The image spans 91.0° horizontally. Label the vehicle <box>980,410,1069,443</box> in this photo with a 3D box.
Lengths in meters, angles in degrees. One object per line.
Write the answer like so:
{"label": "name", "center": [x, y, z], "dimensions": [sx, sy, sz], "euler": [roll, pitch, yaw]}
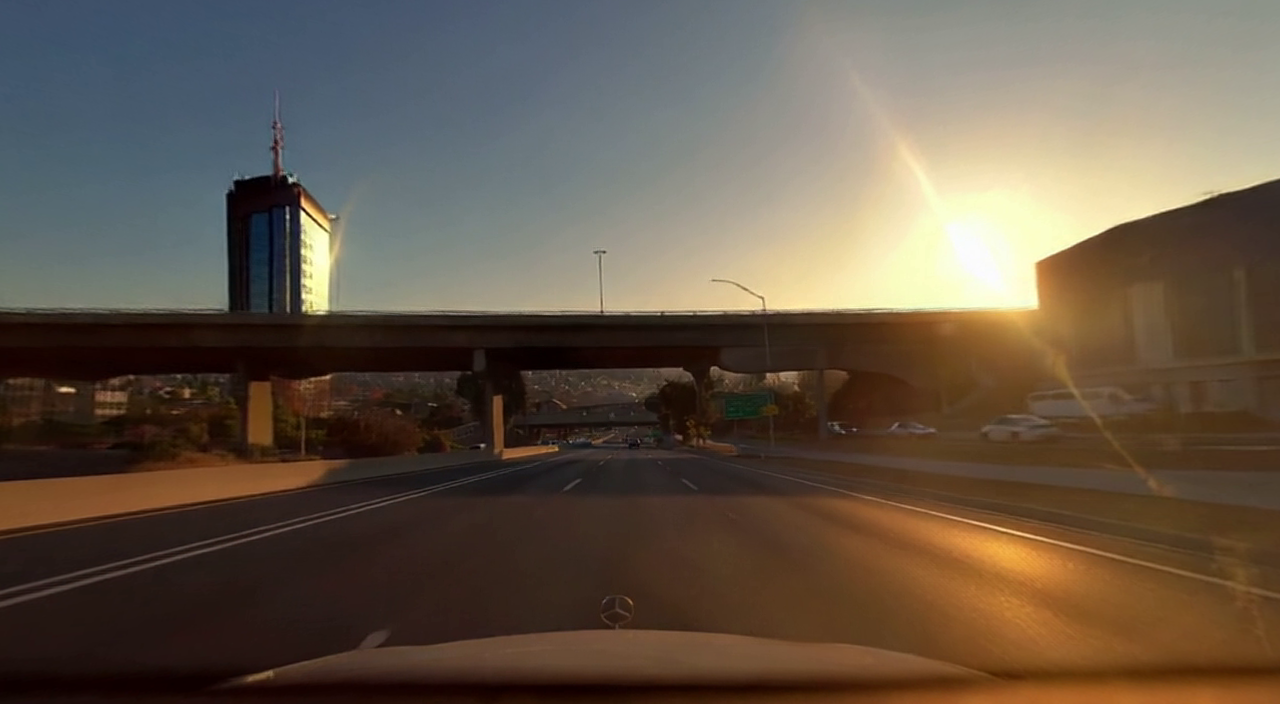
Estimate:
{"label": "vehicle", "center": [23.030, 4.553, 37.980], "dimensions": [1.996, 1.797, 5.065], "euler": [0, -8, -2]}

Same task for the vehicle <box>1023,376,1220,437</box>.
{"label": "vehicle", "center": [32.411, 4.033, 43.619], "dimensions": [2.939, 3.399, 12.682], "euler": [-3, -7, -4]}
